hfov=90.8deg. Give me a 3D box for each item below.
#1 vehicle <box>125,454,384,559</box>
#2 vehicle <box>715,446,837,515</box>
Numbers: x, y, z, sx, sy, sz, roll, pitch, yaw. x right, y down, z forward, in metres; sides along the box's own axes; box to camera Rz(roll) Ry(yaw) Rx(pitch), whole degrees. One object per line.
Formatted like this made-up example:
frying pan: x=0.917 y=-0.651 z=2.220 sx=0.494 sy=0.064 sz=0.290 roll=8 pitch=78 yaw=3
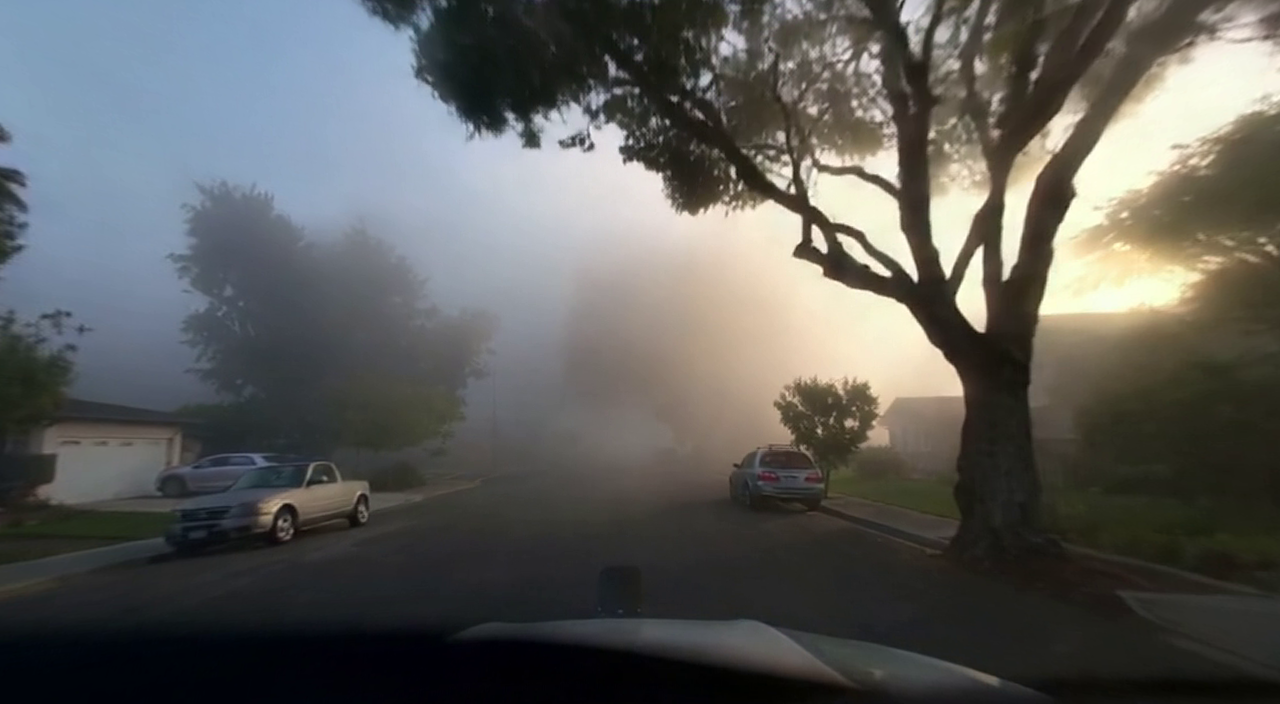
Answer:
vehicle: x=-6.649 y=2.660 z=11.685 sx=2.035 sy=1.480 sz=4.508 roll=0 pitch=-9 yaw=-1
vehicle: x=3.245 y=3.142 z=16.054 sx=1.986 sy=1.476 sz=4.306 roll=0 pitch=-9 yaw=-3
